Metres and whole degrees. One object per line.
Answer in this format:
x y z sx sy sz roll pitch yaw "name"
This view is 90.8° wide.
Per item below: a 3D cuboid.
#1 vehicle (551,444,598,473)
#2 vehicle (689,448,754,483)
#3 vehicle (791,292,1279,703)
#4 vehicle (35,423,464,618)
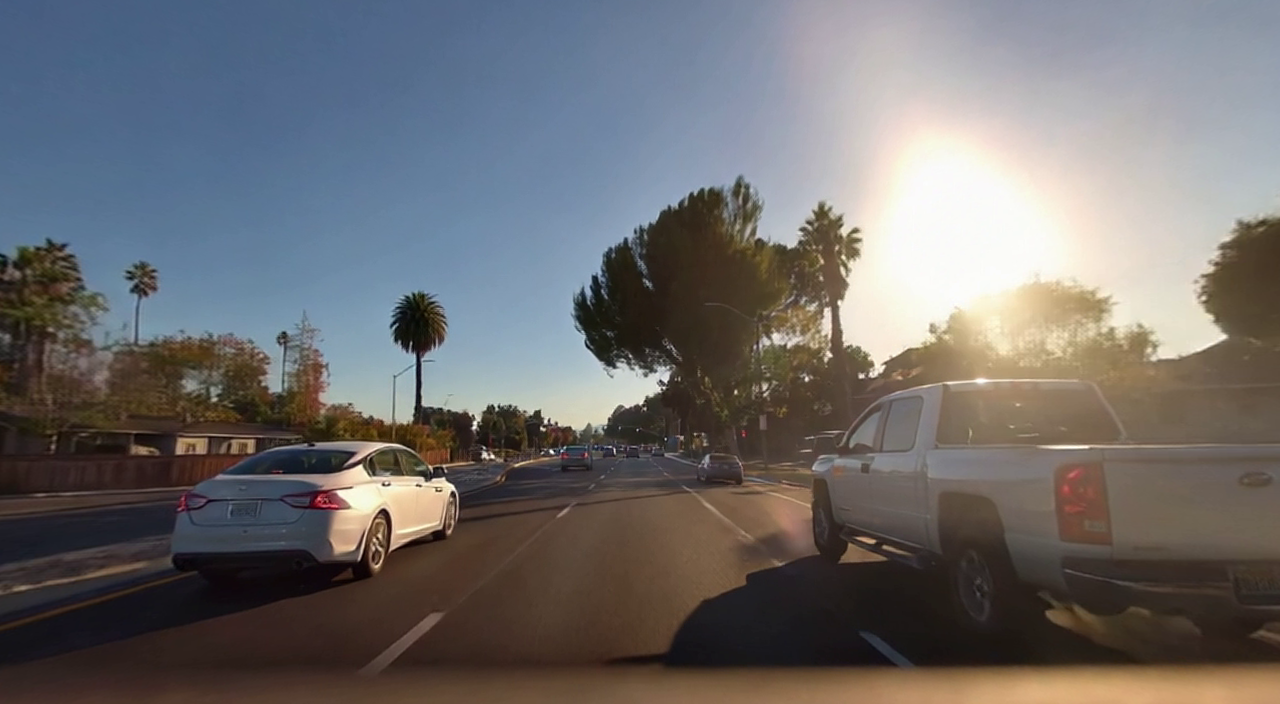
-3.714 6.151 36.568 2.263 1.548 4.555 0 -9 0 "vehicle"
3.538 5.052 28.410 2.149 1.421 4.805 0 -9 -1 "vehicle"
3.299 1.165 5.583 2.478 2.030 5.723 0 -9 0 "vehicle"
-3.658 1.650 7.137 2.094 1.509 4.286 0 -9 0 "vehicle"
